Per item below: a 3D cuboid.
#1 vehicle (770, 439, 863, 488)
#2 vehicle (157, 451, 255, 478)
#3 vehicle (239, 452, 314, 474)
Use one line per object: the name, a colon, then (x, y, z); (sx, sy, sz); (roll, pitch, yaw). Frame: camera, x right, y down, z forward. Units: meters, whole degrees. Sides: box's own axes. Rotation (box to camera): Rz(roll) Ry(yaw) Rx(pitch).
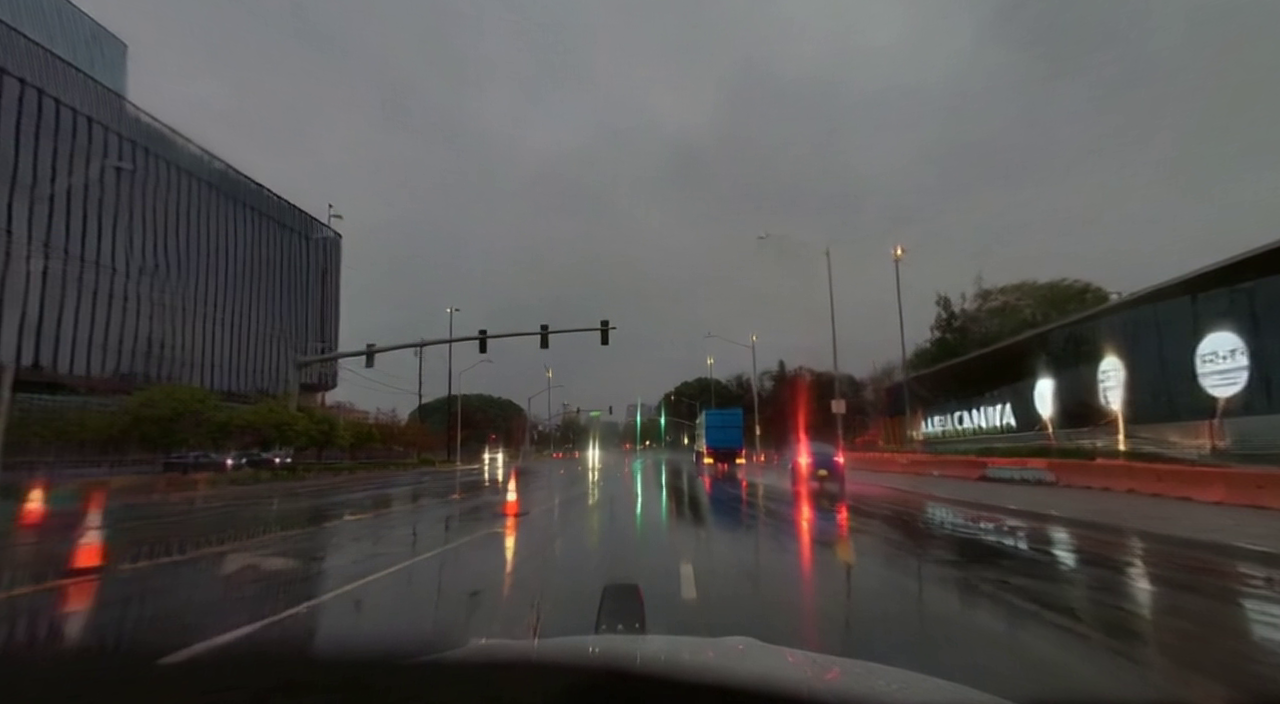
vehicle: (6.432, 4.091, 23.576); (2.098, 1.619, 4.433); (0, -9, -1)
vehicle: (-25.244, 6.520, 36.853); (4.237, 1.490, 1.901); (0, -9, -2)
vehicle: (-24.296, 7.420, 42.291); (3.905, 1.345, 1.737); (0, -9, -1)
